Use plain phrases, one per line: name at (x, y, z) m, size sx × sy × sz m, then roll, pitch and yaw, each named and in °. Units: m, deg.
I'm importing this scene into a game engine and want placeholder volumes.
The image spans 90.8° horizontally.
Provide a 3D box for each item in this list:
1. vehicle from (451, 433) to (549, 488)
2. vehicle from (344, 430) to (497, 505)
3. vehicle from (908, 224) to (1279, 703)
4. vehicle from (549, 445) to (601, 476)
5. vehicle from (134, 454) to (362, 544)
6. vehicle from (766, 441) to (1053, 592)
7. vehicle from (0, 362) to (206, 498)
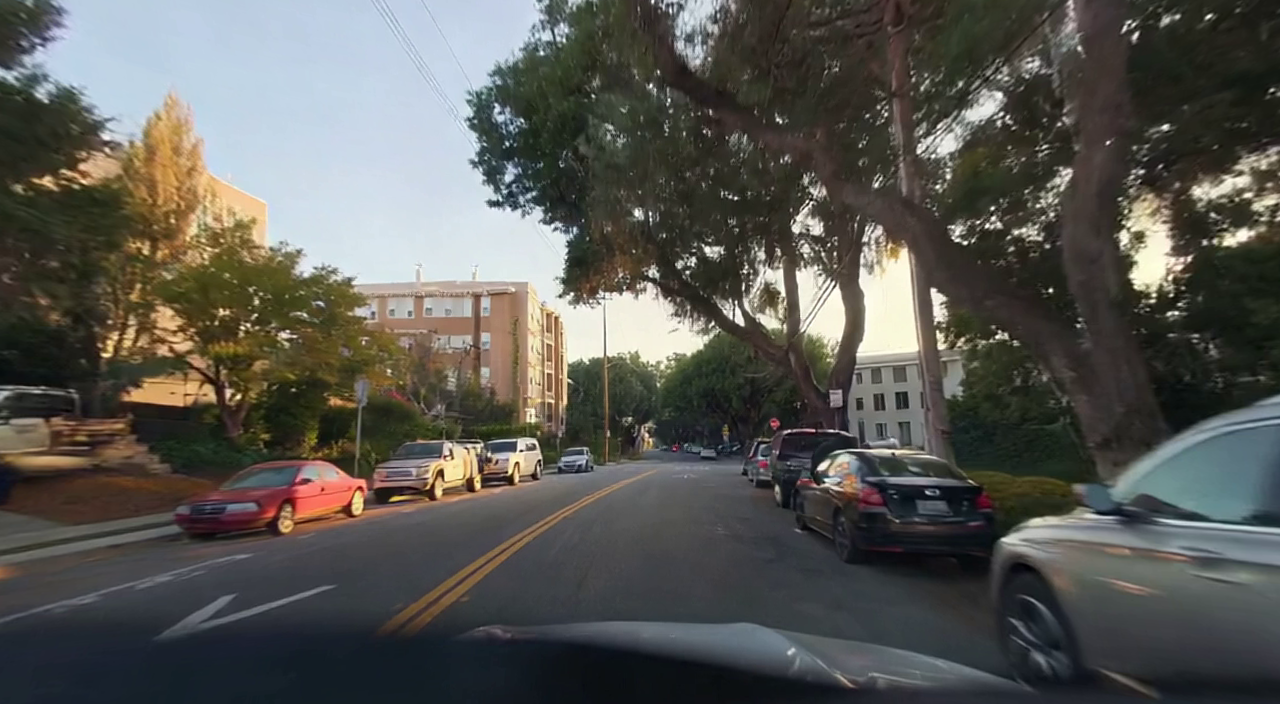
vehicle at (-5.327, 4.230, 24.982) m, size 2.158 × 1.929 × 5.184 m, roll -1°, pitch -9°, yaw 7°
vehicle at (-6.178, 3.345, 18.747) m, size 2.270 × 1.881 × 5.412 m, roll -1°, pitch -9°, yaw 4°
vehicle at (3.108, 0.545, 1.361) m, size 2.233 × 2.035 × 6.097 m, roll 0°, pitch -9°, yaw -2°
vehicle at (-3.640, 6.183, 36.297) m, size 1.922 × 1.505 × 4.502 m, roll -5°, pitch -9°, yaw 7°
vehicle at (-7.359, 2.755, 12.471) m, size 1.823 × 1.407 × 4.125 m, roll 0°, pitch -9°, yaw 1°
vehicle at (3.069, 1.939, 8.419) m, size 1.875 × 1.441 × 4.445 m, roll 0°, pitch -9°, yaw 0°
vehicle at (-13.590, 1.866, 14.475) m, size 2.990 × 2.566 × 5.898 m, roll -3°, pitch -8°, yaw 2°
